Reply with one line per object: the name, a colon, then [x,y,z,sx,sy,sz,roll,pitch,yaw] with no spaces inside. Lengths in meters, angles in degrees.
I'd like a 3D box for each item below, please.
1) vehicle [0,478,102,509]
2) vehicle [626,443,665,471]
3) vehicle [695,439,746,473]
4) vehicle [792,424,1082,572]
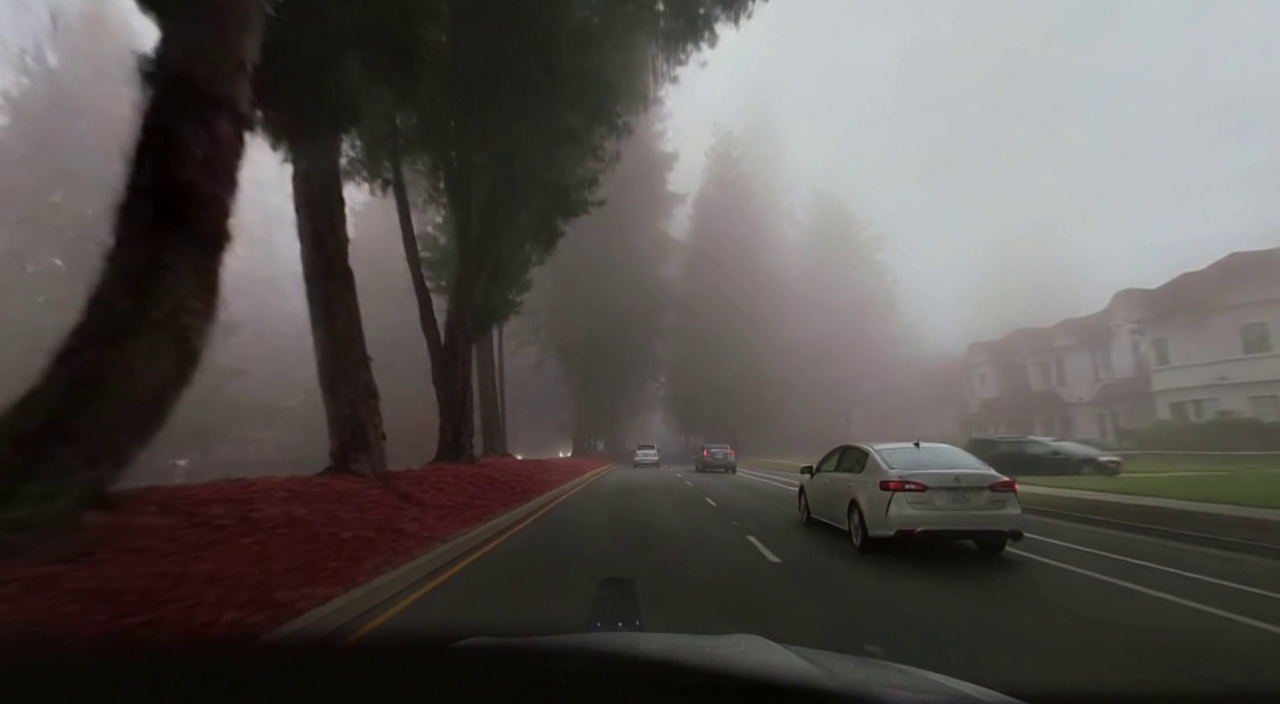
vehicle: [-31.640,7.495,33.617,4.432,1.484,1.839,-1,-9,4]
vehicle: [0.337,5.872,35.604,2.082,1.473,4.028,0,-8,1]
vehicle: [4.161,5.457,33.370,2.074,1.652,4.340,0,-9,0]
vehicle: [3.605,1.842,8.730,1.985,1.529,4.147,0,-8,0]
